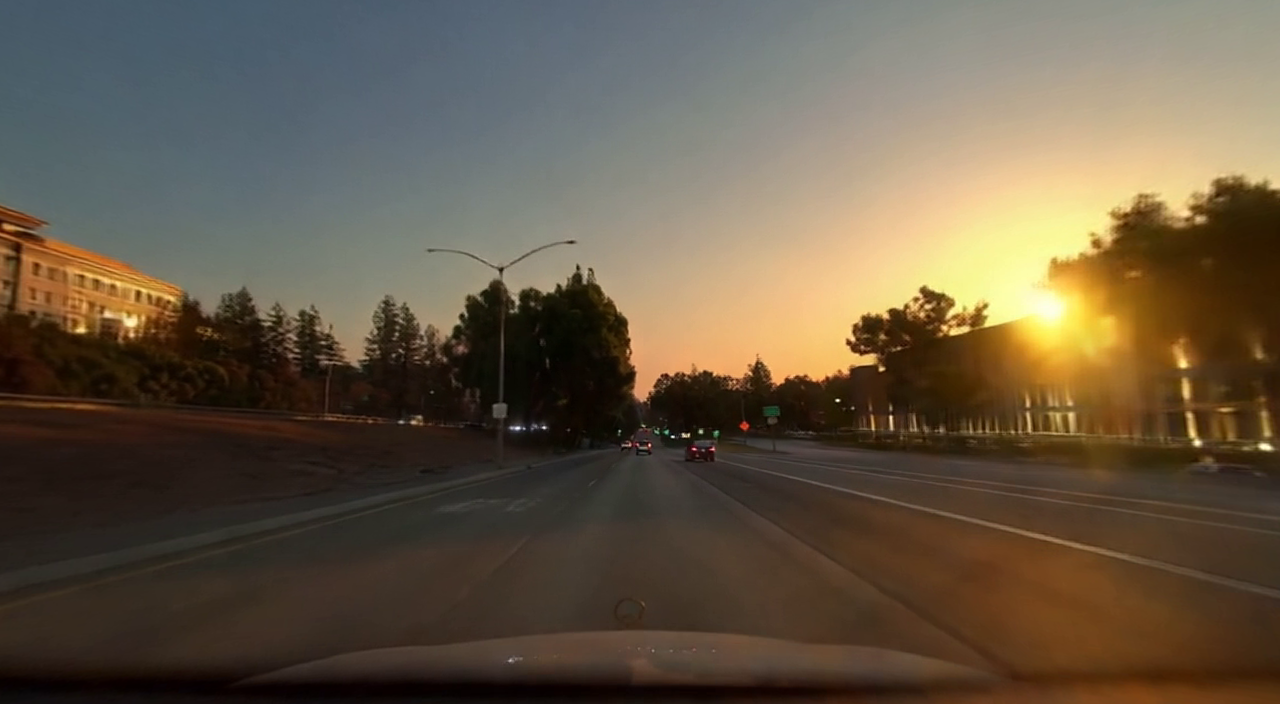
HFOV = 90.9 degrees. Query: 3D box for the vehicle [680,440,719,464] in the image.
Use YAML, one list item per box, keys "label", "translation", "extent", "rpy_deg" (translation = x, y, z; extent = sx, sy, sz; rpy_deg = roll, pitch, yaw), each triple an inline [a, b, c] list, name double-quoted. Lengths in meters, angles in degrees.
- label: "vehicle"
  translation: [3.822, 6.539, 41.339]
  extent: [2.069, 1.431, 4.313]
  rpy_deg: [0, -8, -1]
